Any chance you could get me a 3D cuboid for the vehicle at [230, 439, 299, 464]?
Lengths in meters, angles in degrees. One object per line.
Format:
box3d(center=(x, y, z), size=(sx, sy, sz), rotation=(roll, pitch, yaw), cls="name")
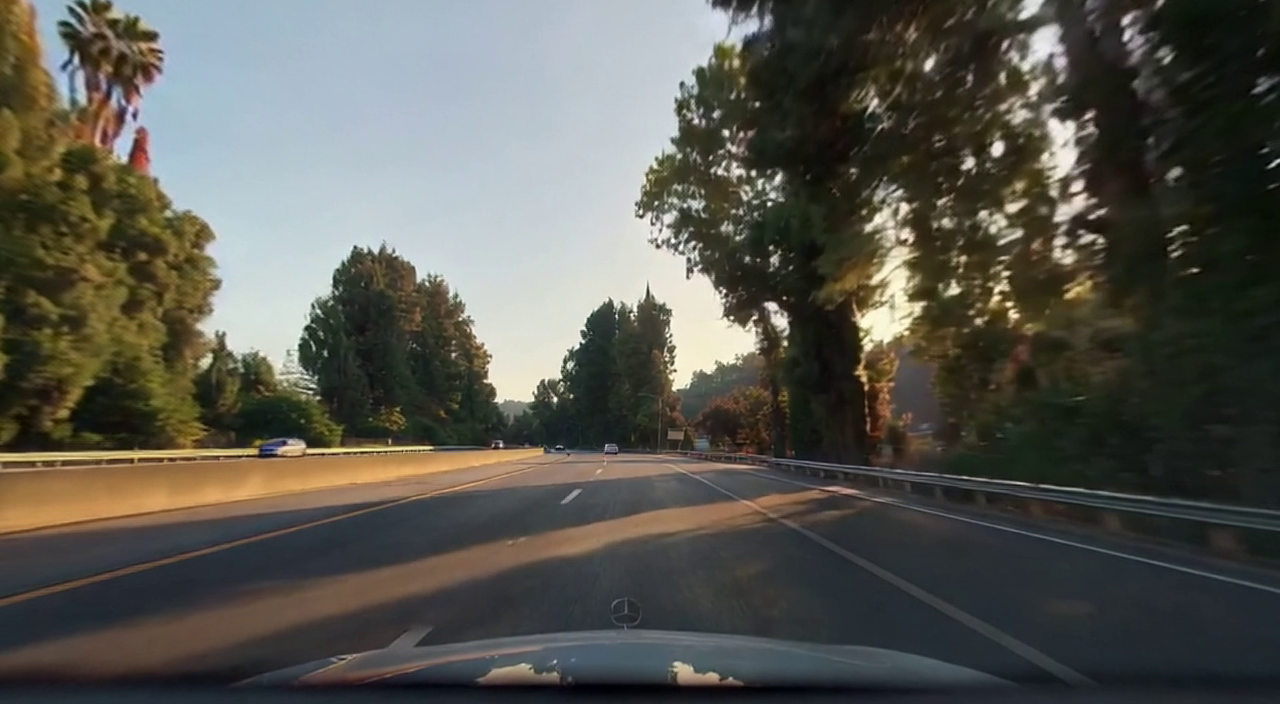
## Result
box3d(center=(-22.925, 6.087, 38.657), size=(1.781, 1.454, 4.103), rotation=(0, -9, -2), cls="vehicle")
